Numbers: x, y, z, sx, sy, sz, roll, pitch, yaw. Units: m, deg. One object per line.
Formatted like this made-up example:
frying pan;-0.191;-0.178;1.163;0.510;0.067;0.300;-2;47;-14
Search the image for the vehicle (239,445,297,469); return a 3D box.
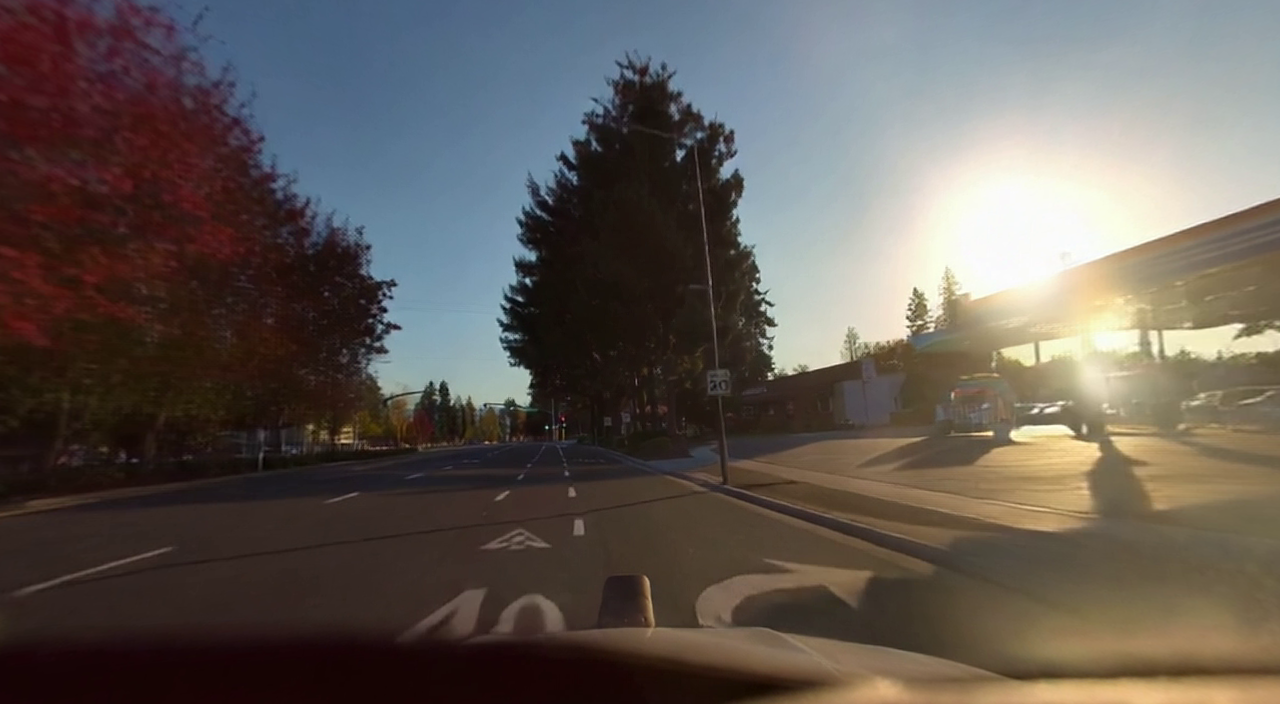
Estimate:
vehicle;-25.919;7.296;44.118;1.794;1.468;4.388;1;-7;-6
